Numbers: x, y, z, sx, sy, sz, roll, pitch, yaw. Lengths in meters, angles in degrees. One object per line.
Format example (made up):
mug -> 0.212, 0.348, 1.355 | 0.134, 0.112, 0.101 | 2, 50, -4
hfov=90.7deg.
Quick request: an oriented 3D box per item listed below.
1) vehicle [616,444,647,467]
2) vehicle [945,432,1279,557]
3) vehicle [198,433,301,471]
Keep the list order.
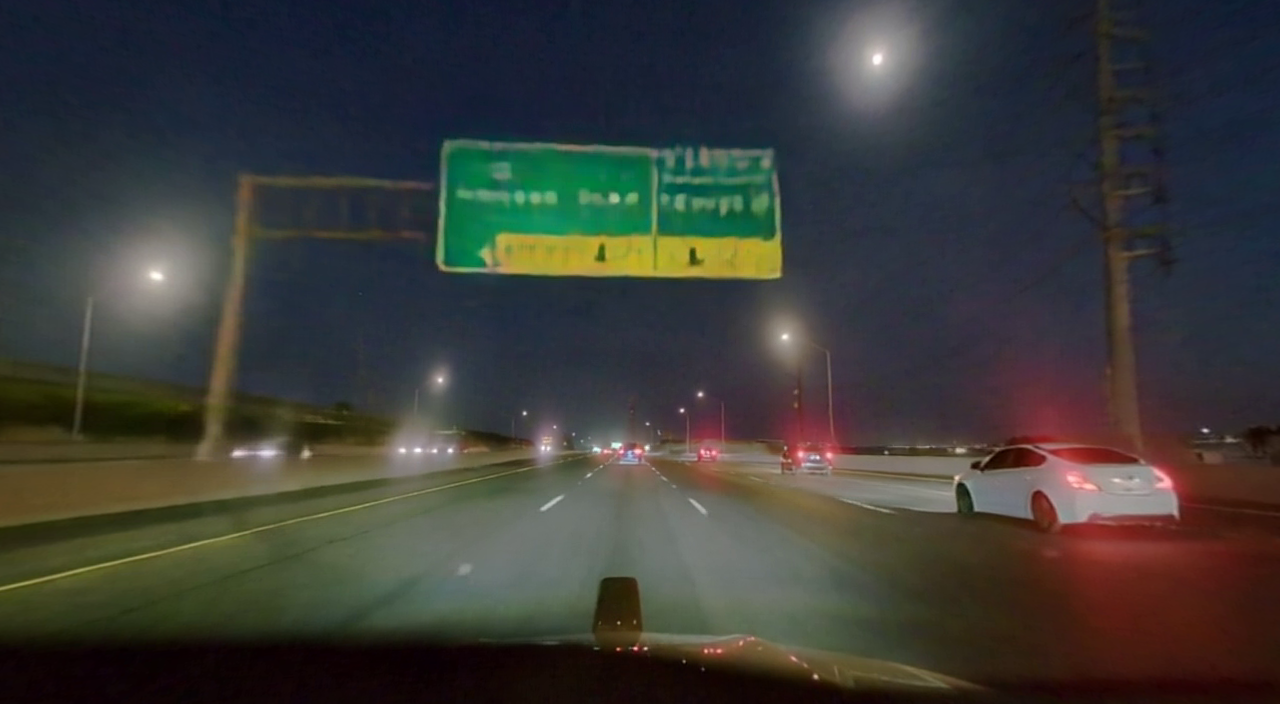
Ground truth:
vehicle -> -0.621, 7.165, 44.016 | 2.109, 1.489, 4.027 | 0, -8, -2
vehicle -> 6.637, 1.983, 9.568 | 1.876, 1.451, 4.154 | 0, -8, -2
vehicle -> -20.335, 5.238, 33.282 | 2.213, 1.823, 5.049 | 0, -8, 0
